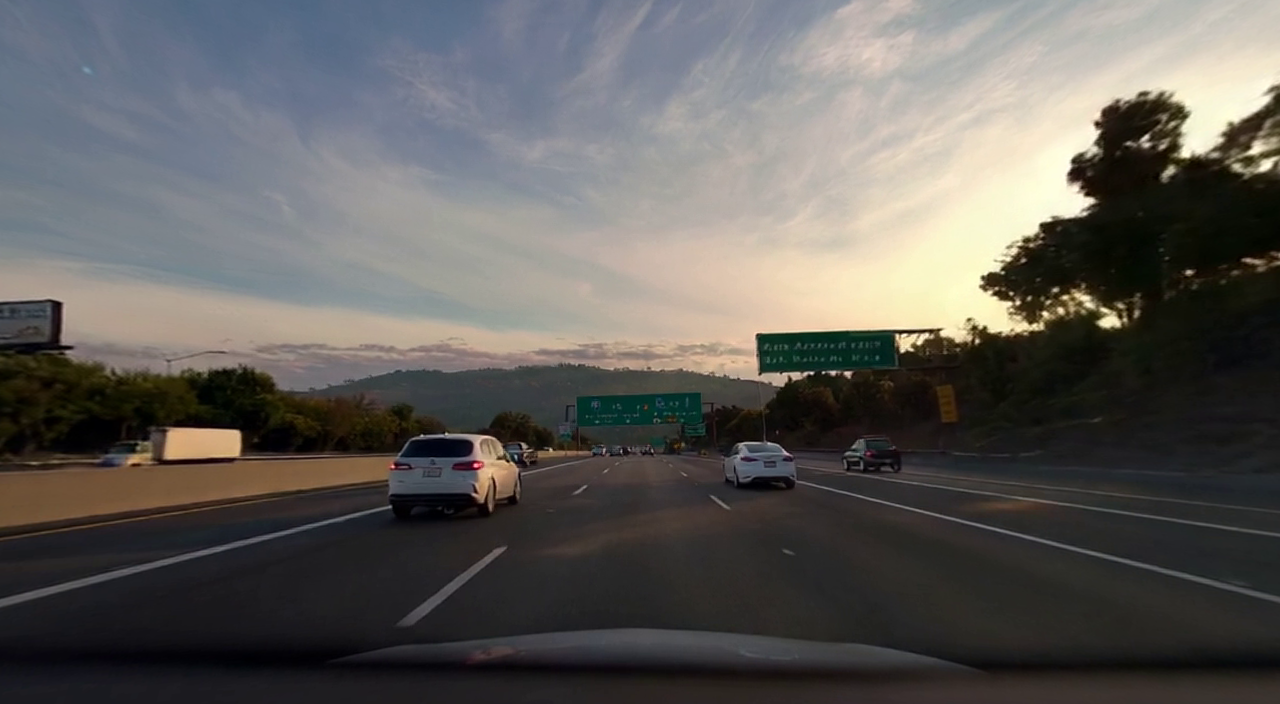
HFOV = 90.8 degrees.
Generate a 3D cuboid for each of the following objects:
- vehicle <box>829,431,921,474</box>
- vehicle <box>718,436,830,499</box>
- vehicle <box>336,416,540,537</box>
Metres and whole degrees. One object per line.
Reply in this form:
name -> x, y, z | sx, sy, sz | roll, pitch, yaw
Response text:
vehicle -> 11.183, 4.868, 30.609 | 2.223, 1.865, 5.704 | 0, -9, -1
vehicle -> 3.667, 3.279, 18.342 | 2.107, 1.550, 4.949 | 0, -9, -1
vehicle -> -3.301, 2.158, 11.511 | 2.193, 1.746, 4.512 | 0, -9, 0
